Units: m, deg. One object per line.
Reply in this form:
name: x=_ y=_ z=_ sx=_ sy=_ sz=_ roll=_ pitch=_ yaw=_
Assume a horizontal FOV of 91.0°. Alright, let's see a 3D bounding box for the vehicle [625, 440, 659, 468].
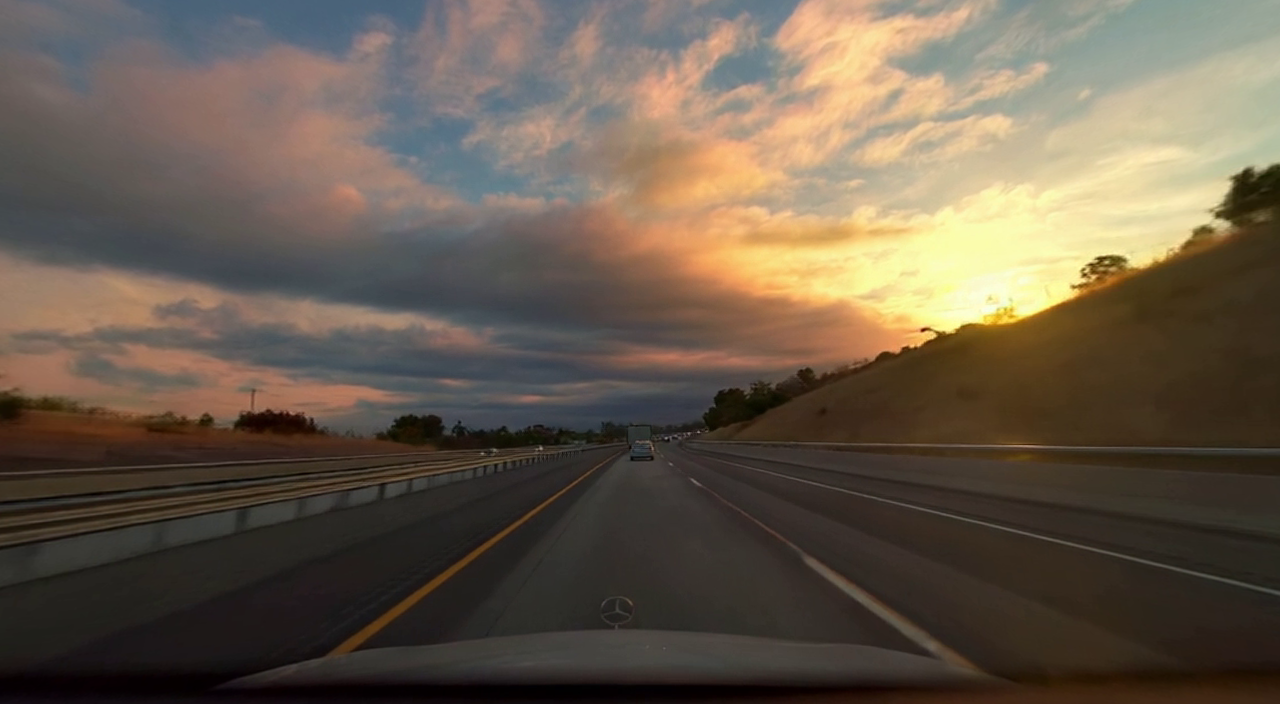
vehicle: x=0.114 y=6.604 z=41.023 sx=2.059 sy=1.696 sz=4.165 roll=0 pitch=-8 yaw=0
